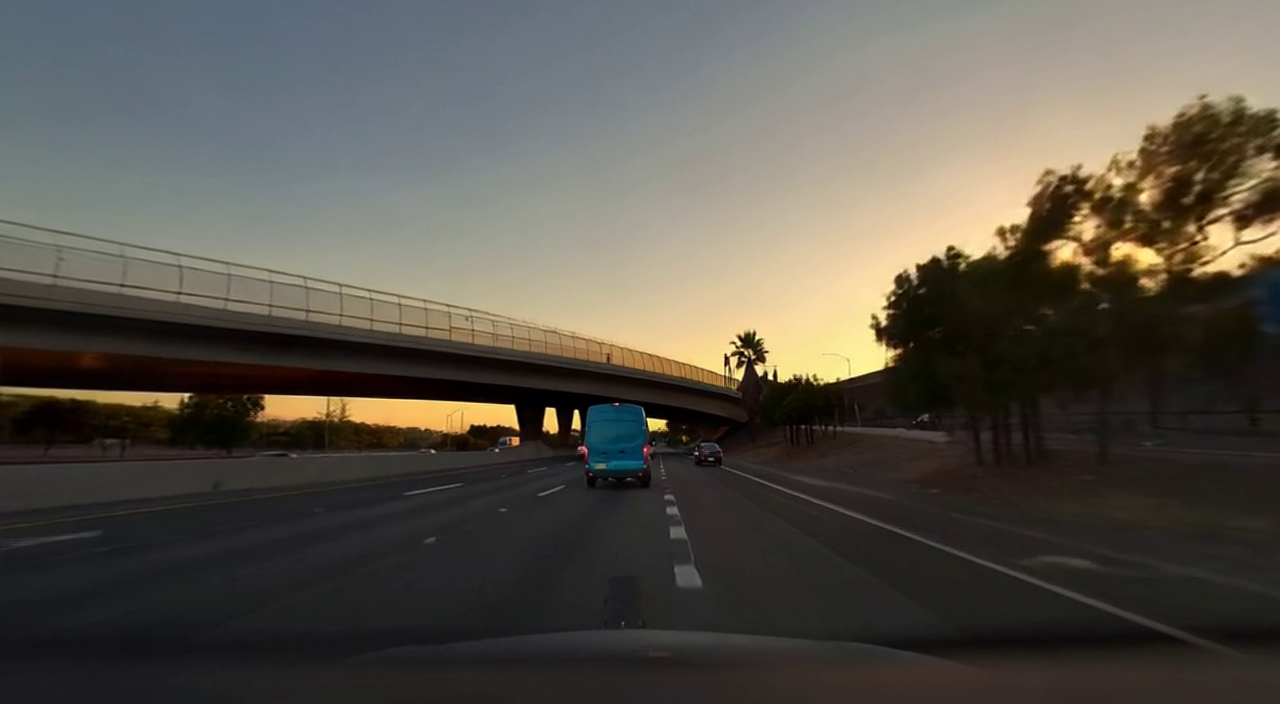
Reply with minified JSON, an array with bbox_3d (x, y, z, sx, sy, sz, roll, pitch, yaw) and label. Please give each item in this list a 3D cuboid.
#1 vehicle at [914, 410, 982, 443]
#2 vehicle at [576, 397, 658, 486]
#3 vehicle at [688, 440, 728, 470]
[{"bbox_3d":[22.192,5.467,45.560,2.445,2.240,5.659,-1,-8,4],"label":"vehicle"},{"bbox_3d":[-0.651,3.236,22.604,2.476,2.776,5.598,0,-8,3],"label":"vehicle"},{"bbox_3d":[3.940,6.031,37.052,1.987,1.648,3.984,0,-8,1],"label":"vehicle"}]
